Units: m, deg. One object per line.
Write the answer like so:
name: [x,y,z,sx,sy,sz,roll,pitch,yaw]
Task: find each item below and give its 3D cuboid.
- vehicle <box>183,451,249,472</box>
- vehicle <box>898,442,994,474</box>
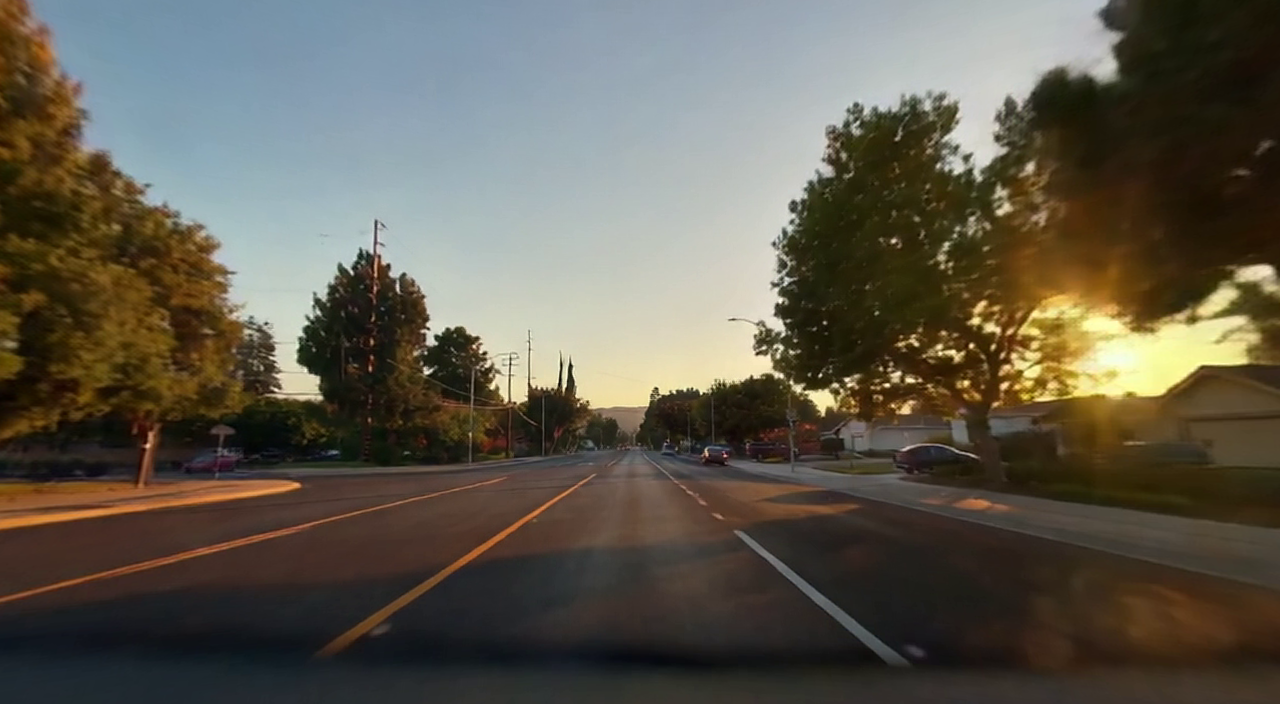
vehicle: [-32.198,8.279,48.149,1.866,1.469,4.473,0,-9,0]
vehicle: [15.090,5.257,31.293,3.709,1.509,1.873,0,-9,-1]
